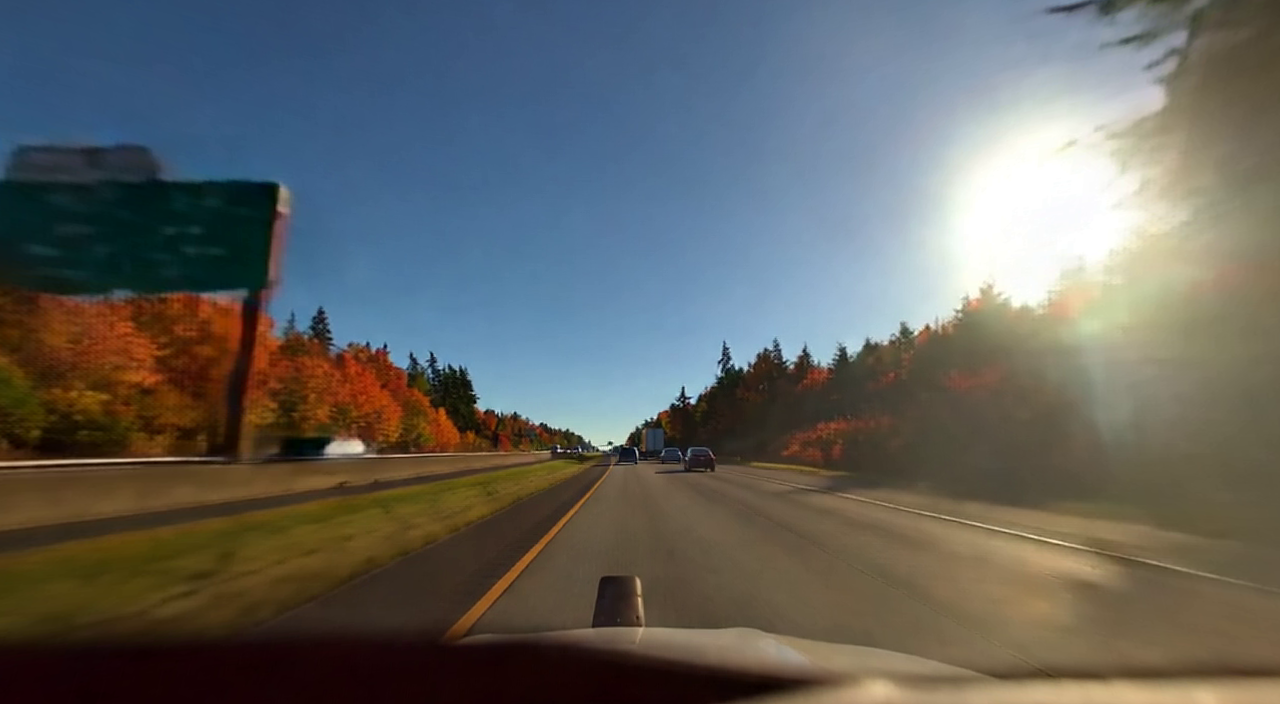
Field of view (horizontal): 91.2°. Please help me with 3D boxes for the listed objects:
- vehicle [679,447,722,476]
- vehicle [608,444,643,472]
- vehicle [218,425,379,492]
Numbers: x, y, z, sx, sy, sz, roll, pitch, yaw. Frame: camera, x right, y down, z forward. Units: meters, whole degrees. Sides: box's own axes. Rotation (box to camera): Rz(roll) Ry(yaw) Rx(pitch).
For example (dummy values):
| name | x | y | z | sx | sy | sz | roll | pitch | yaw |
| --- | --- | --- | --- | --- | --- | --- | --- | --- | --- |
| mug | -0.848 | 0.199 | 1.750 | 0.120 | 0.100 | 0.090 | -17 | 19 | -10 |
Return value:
| name | x | y | z | sx | sy | sz | roll | pitch | yaw |
| --- | --- | --- | --- | --- | --- | --- | --- | --- | --- |
| vehicle | 3.344 | 6.143 | 35.324 | 1.968 | 1.513 | 3.911 | 0 | -9 | -2 |
| vehicle | -0.991 | 7.018 | 41.599 | 2.151 | 1.693 | 4.201 | 0 | -9 | -2 |
| vehicle | -8.810 | 2.811 | 16.706 | 1.898 | 1.521 | 4.308 | 0 | -9 | -1 |
